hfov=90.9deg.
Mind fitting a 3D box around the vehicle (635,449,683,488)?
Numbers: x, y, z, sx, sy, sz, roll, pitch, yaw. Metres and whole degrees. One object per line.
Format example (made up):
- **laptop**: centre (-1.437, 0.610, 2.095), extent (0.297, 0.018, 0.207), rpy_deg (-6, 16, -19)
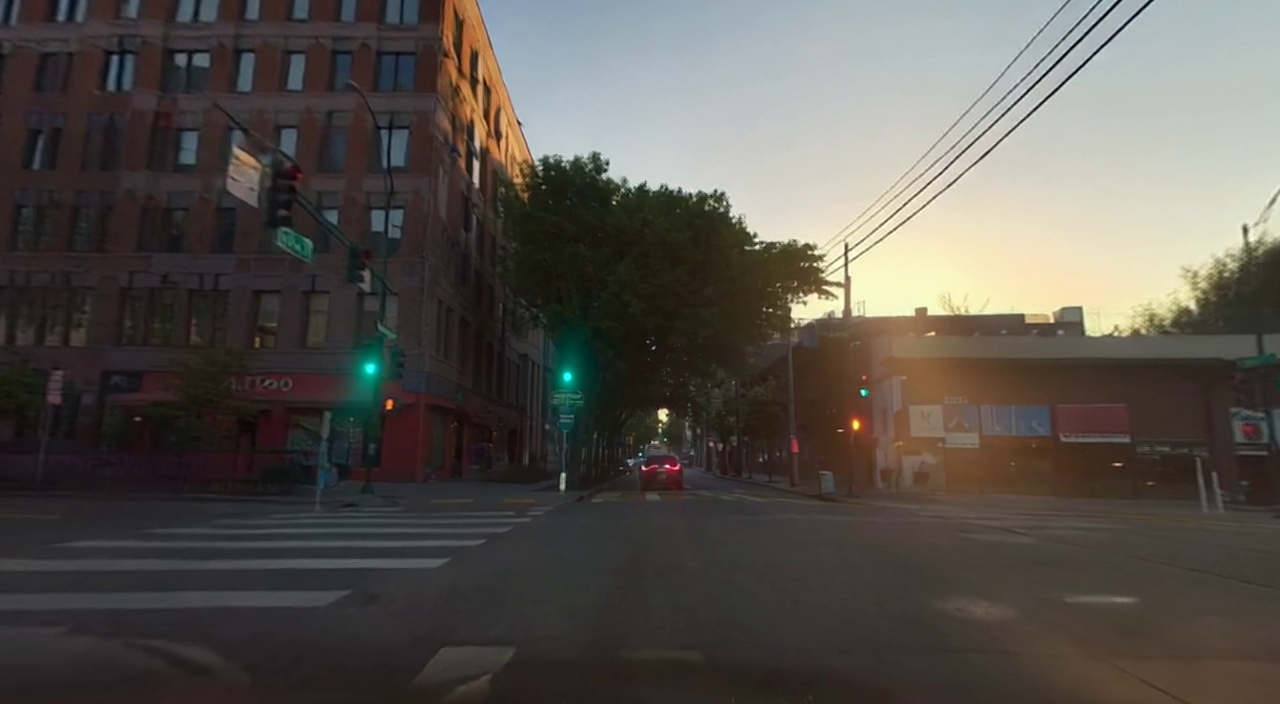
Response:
- **vehicle**: centre (0.835, 5.318, 29.041), extent (2.079, 1.621, 3.861), rpy_deg (0, -8, 0)
